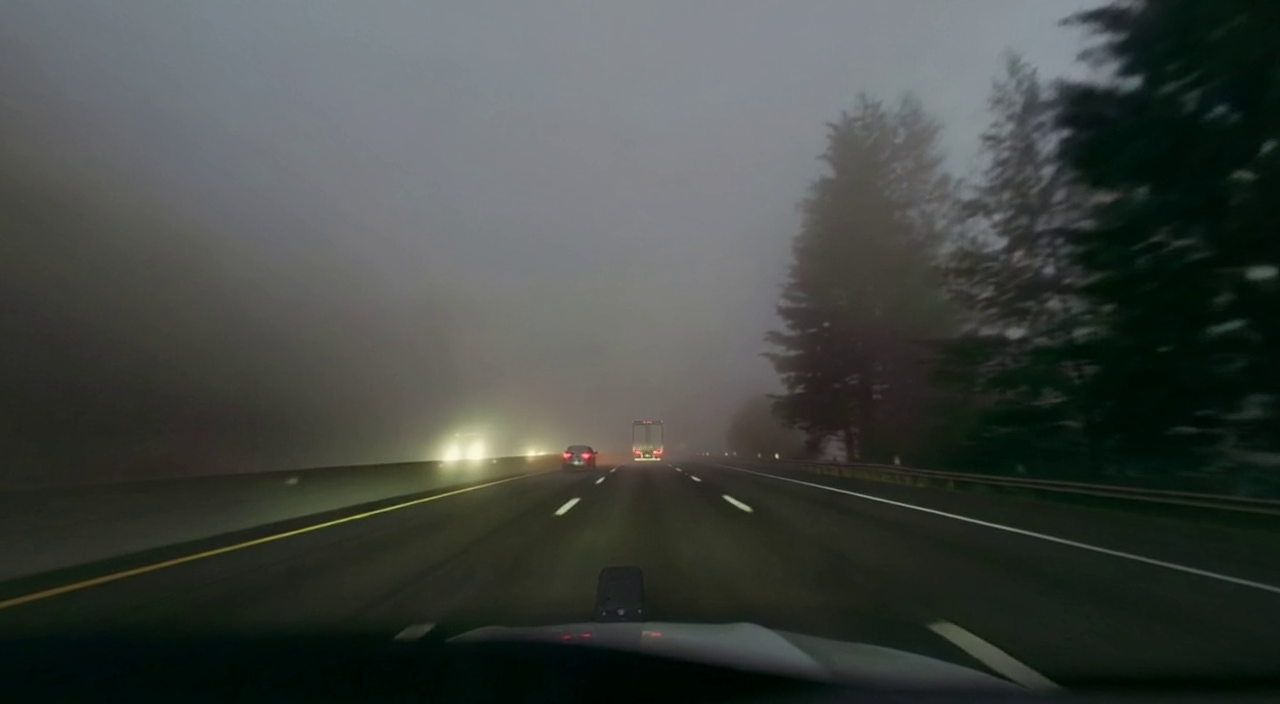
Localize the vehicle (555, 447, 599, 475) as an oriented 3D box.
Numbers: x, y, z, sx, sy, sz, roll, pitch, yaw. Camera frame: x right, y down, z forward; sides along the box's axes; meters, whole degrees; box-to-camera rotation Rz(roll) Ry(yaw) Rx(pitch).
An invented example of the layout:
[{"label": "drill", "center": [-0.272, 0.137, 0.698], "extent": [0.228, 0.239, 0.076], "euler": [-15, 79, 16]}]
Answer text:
[{"label": "vehicle", "center": [-3.400, 5.939, 34.663], "extent": [1.955, 1.438, 4.100], "euler": [0, -9, 1]}]
